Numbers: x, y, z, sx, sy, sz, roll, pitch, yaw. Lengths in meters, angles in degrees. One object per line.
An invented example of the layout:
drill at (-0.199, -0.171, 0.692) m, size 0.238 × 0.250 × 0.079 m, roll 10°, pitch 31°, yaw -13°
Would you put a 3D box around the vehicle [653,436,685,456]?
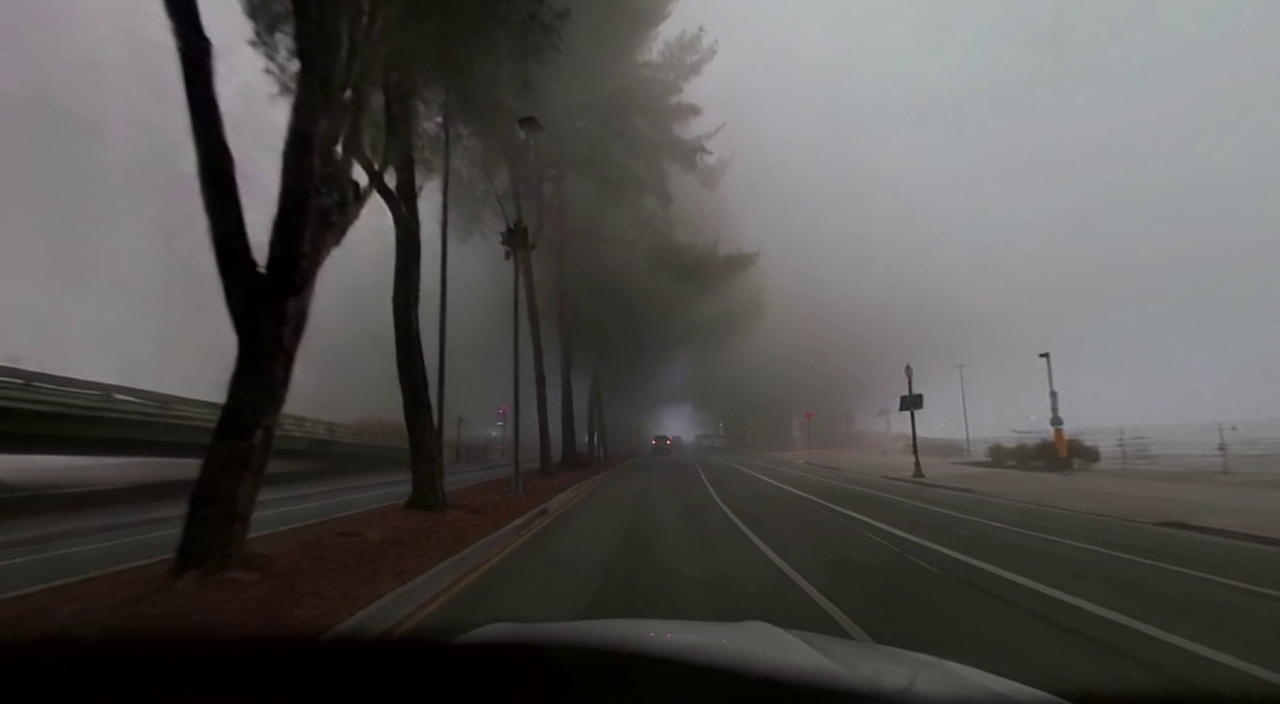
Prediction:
vehicle at (2.250, 7.115, 47.699) m, size 2.280 × 1.475 × 4.051 m, roll -1°, pitch -8°, yaw 4°
